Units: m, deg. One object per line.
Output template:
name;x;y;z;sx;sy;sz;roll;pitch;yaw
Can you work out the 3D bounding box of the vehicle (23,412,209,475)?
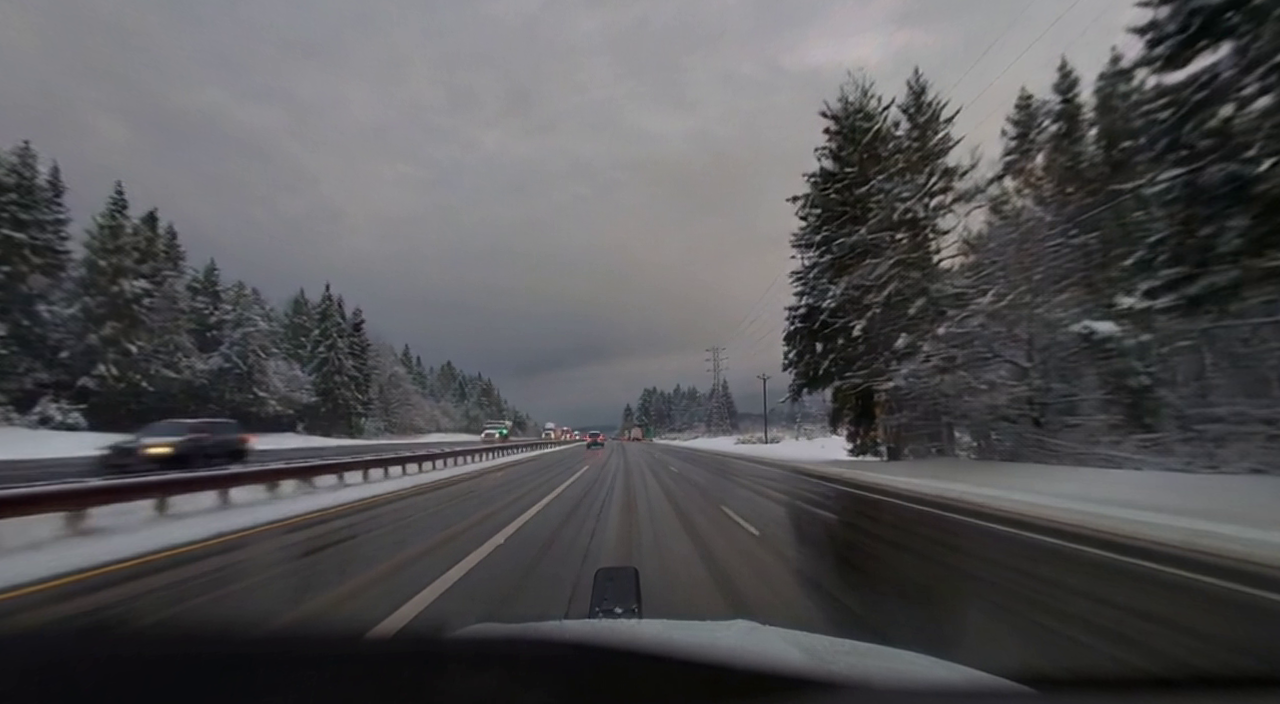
vehicle;-12.728;2.240;15.610;1.657;1.367;3.463;0;-8;-2
